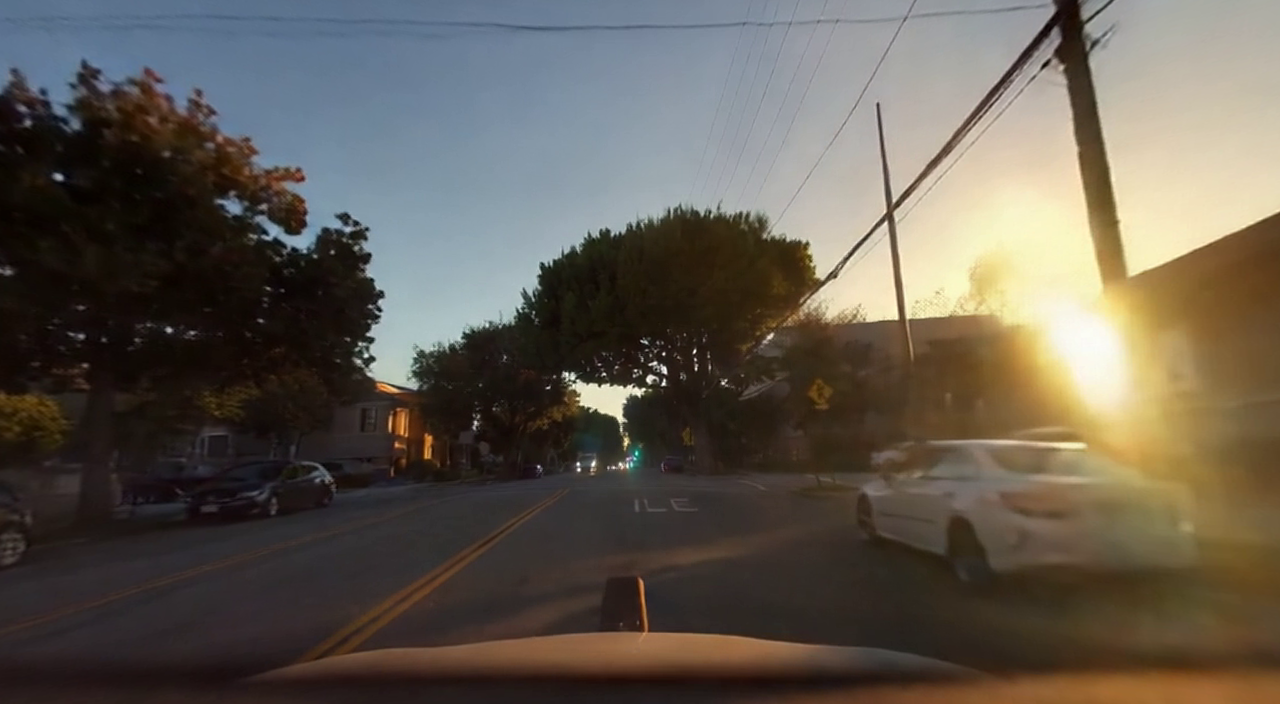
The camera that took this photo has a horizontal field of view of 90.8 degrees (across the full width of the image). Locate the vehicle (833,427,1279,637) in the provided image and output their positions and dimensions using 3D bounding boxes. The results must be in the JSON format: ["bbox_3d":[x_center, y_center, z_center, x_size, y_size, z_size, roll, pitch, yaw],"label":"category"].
[{"bbox_3d":[3.820,1.628,6.908,1.946,1.468,4.721,0,-8,0],"label":"vehicle"}]

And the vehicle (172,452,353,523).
[{"bbox_3d":[-9.453,3.382,16.408,2.000,1.495,4.687,0,-8,-3],"label":"vehicle"}]

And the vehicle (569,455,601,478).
[{"bbox_3d":[-4.187,8.821,48.824,2.108,1.651,4.176,0,-8,-1],"label":"vehicle"}]

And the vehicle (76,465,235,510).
[{"bbox_3d":[-17.916,5.007,23.531,4.285,1.518,1.962,0,-8,1],"label":"vehicle"}]
